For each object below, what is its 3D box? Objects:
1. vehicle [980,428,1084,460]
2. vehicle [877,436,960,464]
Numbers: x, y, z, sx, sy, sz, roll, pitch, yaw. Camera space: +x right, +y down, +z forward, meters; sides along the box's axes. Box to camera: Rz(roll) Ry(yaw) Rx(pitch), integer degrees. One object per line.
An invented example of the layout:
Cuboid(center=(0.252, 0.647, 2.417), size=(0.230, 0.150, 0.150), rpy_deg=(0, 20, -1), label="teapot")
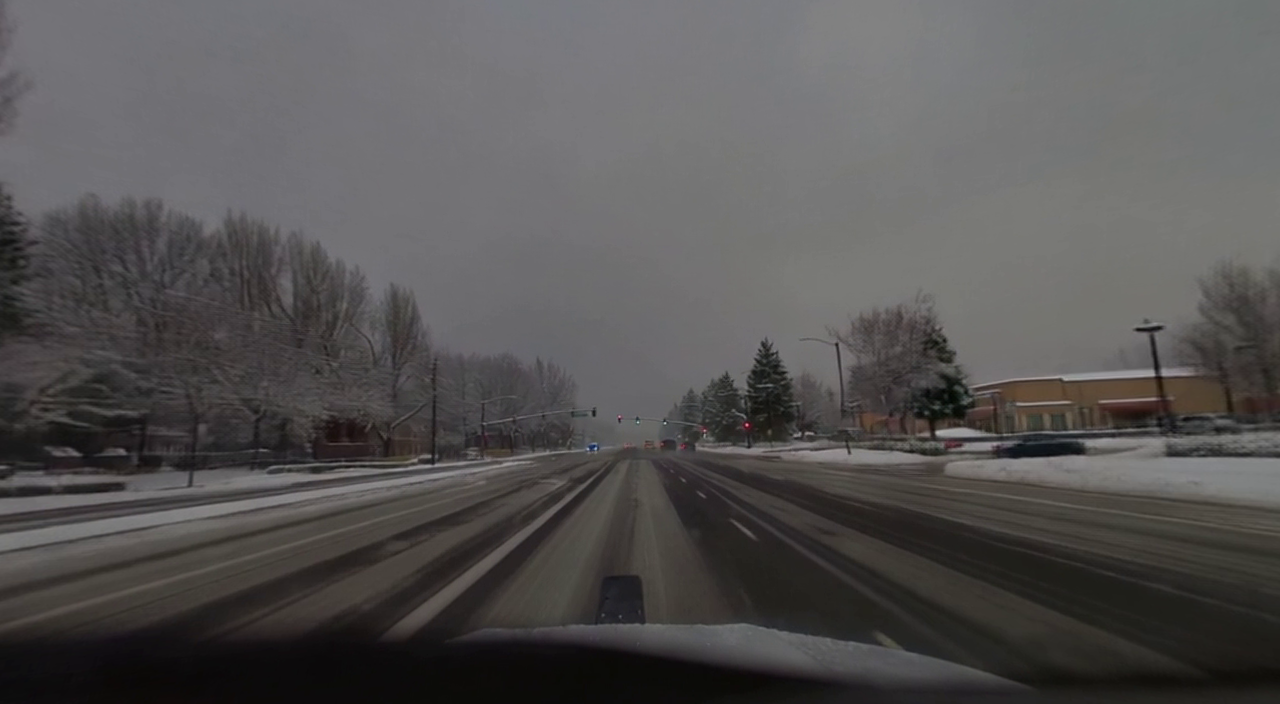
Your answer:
Cuboid(center=(23.834, 5.595, 38.513), size=(4.893, 1.873, 2.191), rpy_deg=(0, -8, -3), label="vehicle")
Cuboid(center=(18.171, 6.437, 41.385), size=(4.427, 1.747, 2.024), rpy_deg=(0, -9, -2), label="vehicle")
